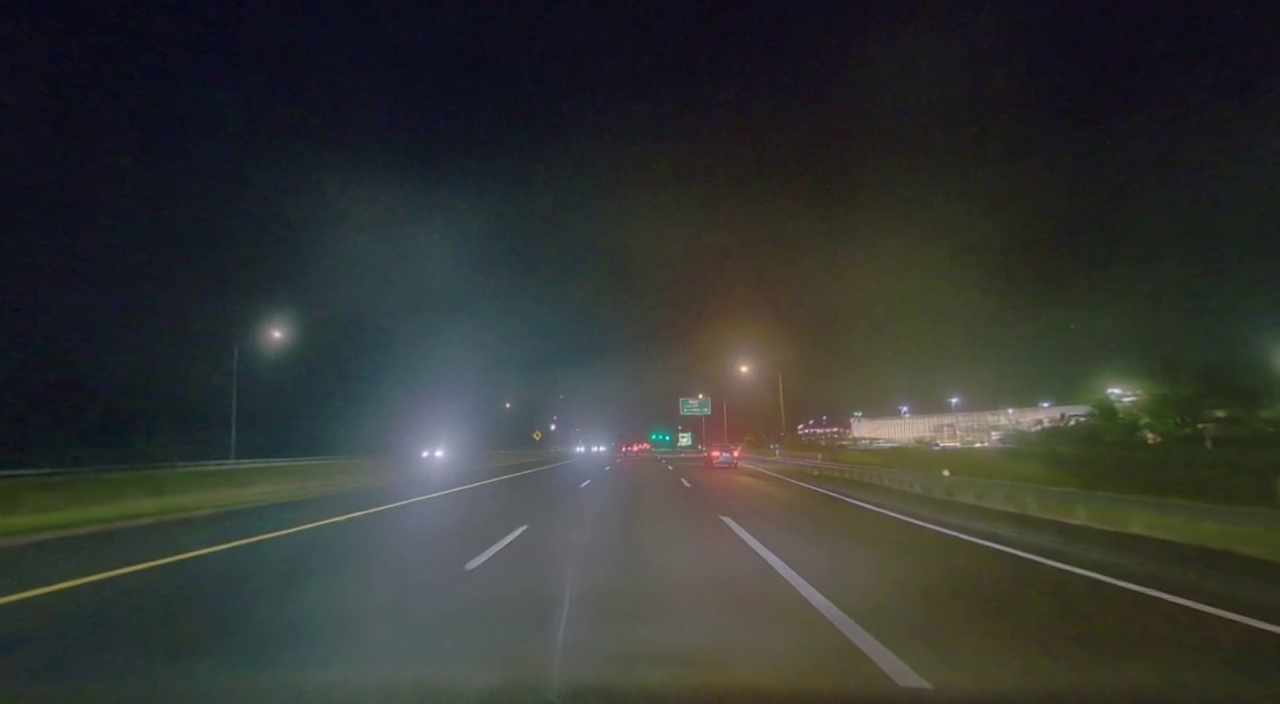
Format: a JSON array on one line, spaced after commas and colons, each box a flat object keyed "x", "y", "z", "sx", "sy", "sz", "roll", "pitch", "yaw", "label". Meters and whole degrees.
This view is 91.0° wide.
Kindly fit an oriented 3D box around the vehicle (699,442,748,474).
[{"x": 4.527, "y": 5.823, "z": 34.835, "sx": 2.085, "sy": 1.594, "sz": 4.848, "roll": 0, "pitch": -9, "yaw": 1, "label": "vehicle"}]
